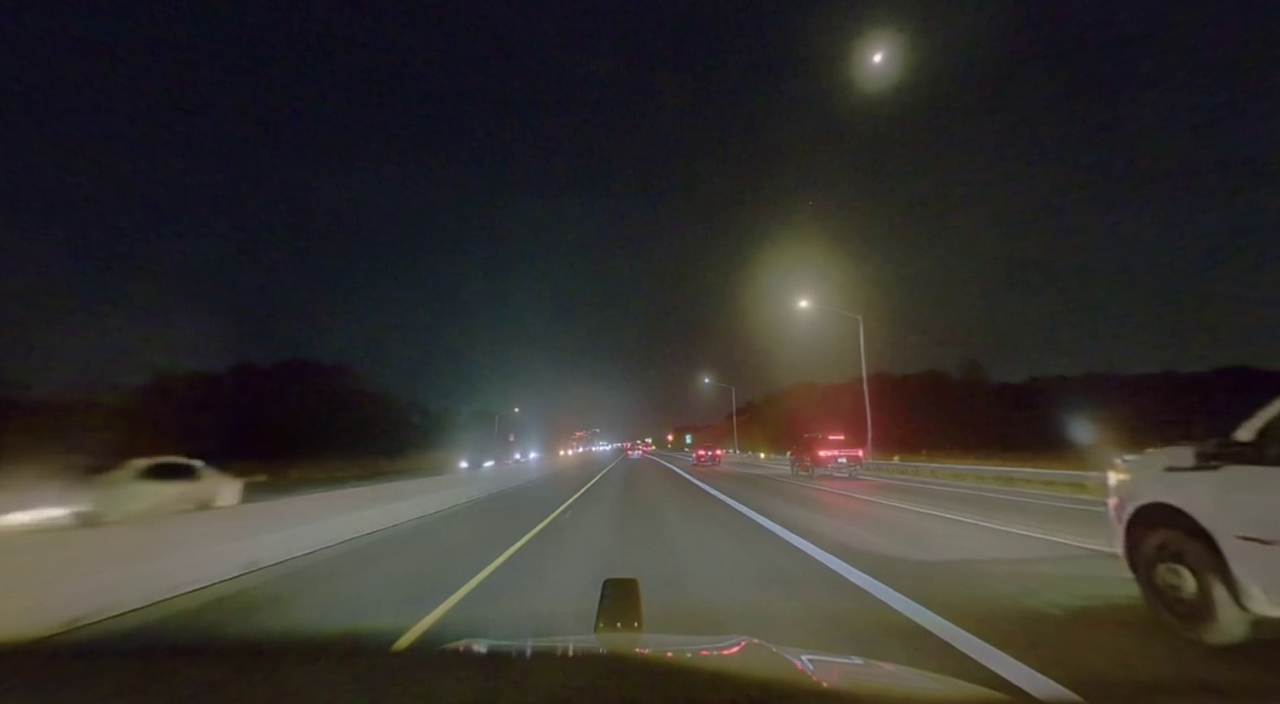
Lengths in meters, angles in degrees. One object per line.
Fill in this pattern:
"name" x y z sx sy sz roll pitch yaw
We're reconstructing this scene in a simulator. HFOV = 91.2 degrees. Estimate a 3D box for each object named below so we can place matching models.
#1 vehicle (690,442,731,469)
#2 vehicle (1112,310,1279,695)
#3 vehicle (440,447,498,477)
"vehicle" 4.128 6.140 37.243 1.917 1.488 3.693 0 -9 -1
"vehicle" 4.284 0.505 1.539 2.177 1.914 5.245 0 -9 1
"vehicle" -9.338 6.013 34.529 2.017 1.518 4.337 0 -9 -1
